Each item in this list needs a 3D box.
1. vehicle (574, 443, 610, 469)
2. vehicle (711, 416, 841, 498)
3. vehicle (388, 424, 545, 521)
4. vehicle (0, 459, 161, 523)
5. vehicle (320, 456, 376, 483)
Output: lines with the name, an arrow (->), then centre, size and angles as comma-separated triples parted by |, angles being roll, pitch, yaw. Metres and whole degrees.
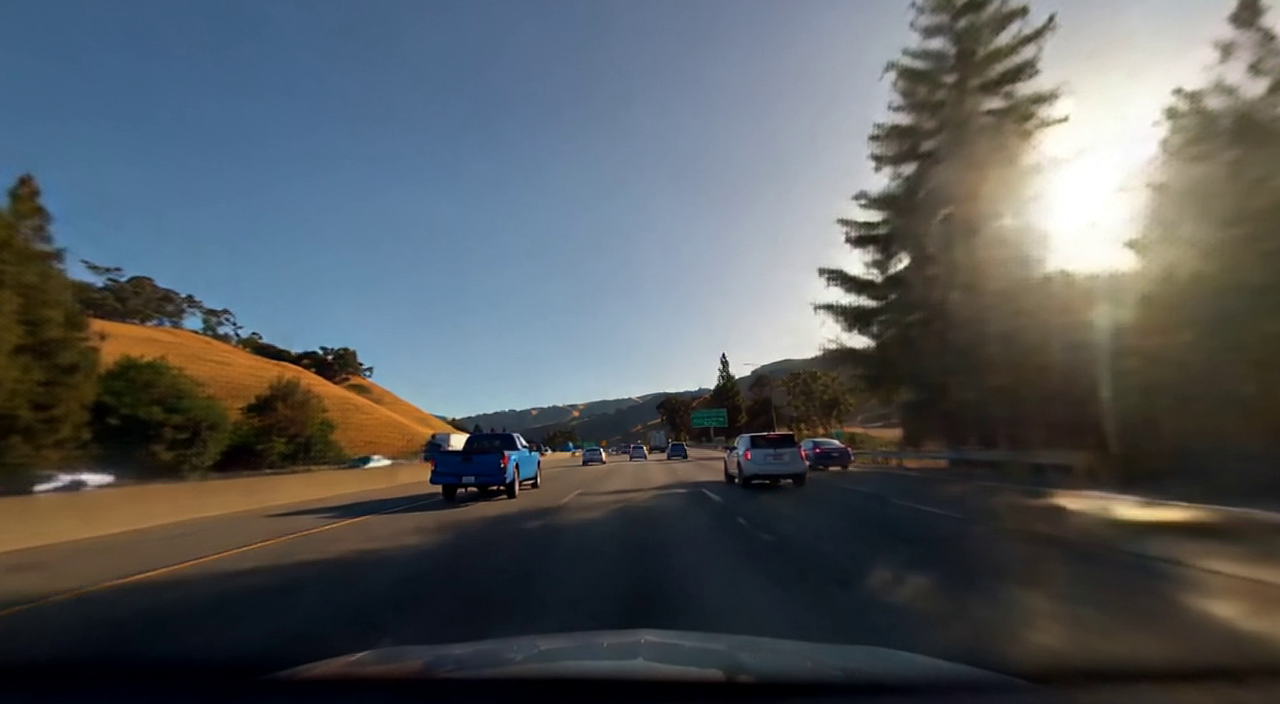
vehicle -> -3.446, 7.536, 45.988 | 2.235, 1.785, 4.386 | -1, -8, 1
vehicle -> 3.645, 2.974, 18.277 | 2.424, 1.952, 5.611 | -1, -8, -1
vehicle -> -3.817, 2.757, 15.076 | 2.227, 1.853, 5.161 | -1, -8, 1
vehicle -> -17.191, 4.066, 18.969 | 1.902, 1.532, 4.646 | -1, -8, 0
vehicle -> -20.834, 8.408, 45.209 | 1.872, 1.693, 4.572 | -1, -8, 0
